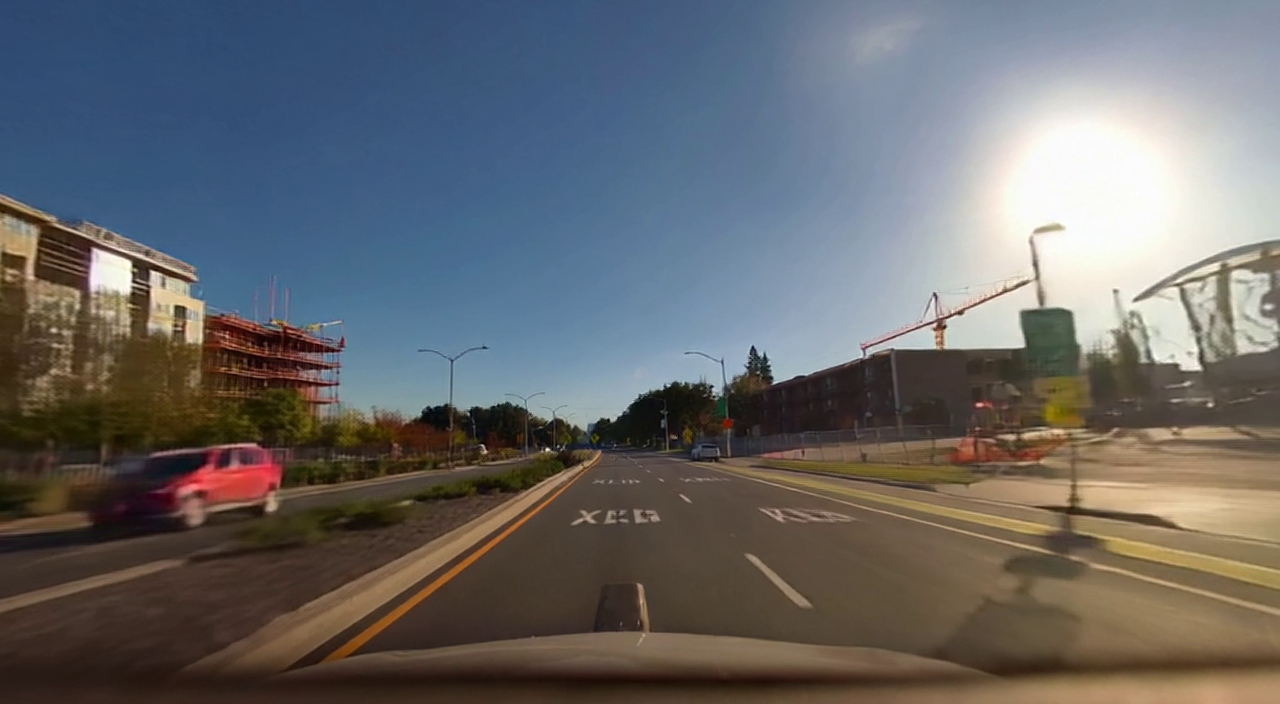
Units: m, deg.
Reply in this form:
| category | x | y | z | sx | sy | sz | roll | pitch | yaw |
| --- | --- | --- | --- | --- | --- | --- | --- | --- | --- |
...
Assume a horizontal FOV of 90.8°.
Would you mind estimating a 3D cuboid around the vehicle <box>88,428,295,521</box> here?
| category | x | y | z | sx | sy | sz | roll | pitch | yaw |
| --- | --- | --- | --- | --- | --- | --- | --- | --- | --- |
| vehicle | -11.443 | 3.109 | 16.662 | 2.127 | 1.984 | 4.545 | -3 | -8 | 0 |
